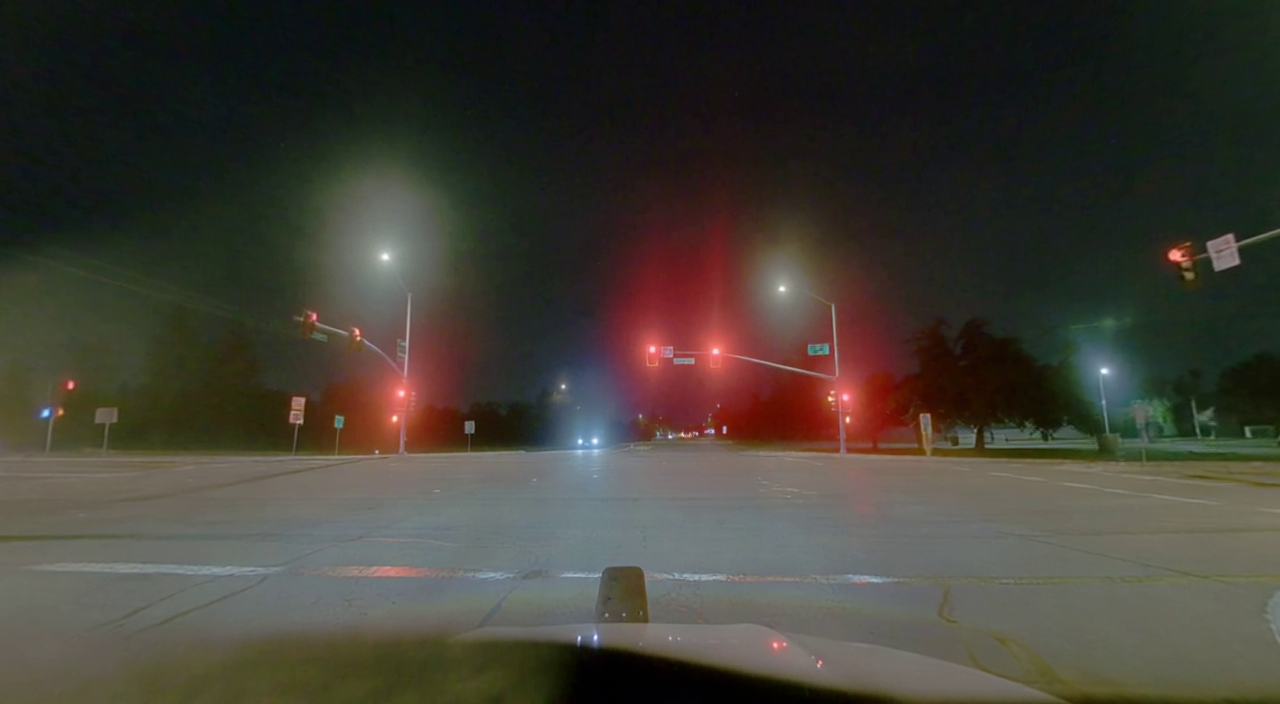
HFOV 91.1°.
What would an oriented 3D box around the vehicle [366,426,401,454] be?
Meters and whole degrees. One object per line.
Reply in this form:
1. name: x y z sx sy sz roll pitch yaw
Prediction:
1. vehicle: -20.006 6.866 48.899 1.873 2.079 2.879 5 -10 -33
